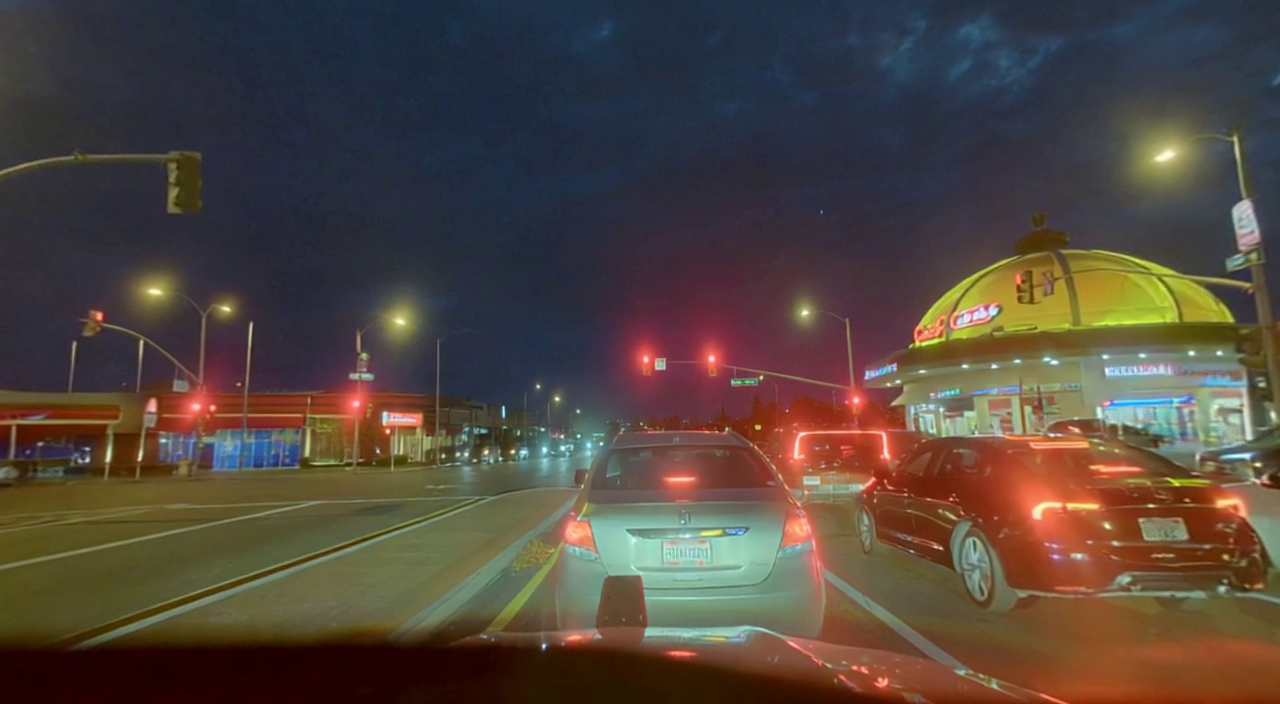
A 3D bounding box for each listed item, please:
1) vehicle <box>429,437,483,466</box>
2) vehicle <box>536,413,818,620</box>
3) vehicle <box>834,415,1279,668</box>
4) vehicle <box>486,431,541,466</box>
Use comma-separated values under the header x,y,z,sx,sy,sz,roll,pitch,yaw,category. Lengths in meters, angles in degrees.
x,y,z,sx,sy,sz,roll,pitch,yaw,category
-12.101,6.574,41.799,2.122,1.829,4.559,0,-8,0,vehicle
0.217,1.494,6.653,2.073,1.496,3.892,0,-8,-2,vehicle
3.511,1.447,6.032,1.883,1.480,4.489,0,-8,0,vehicle
-8.799,6.718,44.576,2.710,2.022,5.889,-2,-5,0,vehicle
